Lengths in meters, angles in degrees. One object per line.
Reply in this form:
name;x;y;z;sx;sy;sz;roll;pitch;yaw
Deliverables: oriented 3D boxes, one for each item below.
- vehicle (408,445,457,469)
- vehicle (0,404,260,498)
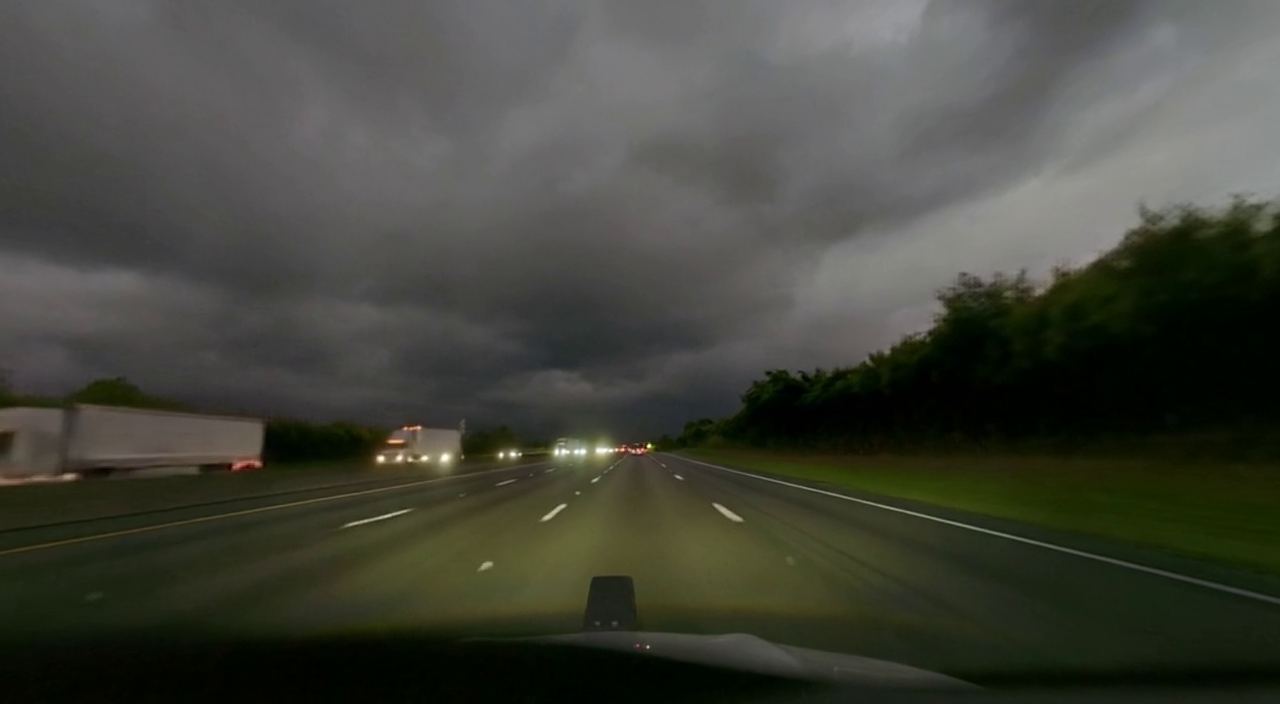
vehicle;-15.637;7.906;47.444;2.033;1.695;4.724;-1;-9;1
vehicle;-26.672;5.384;34.463;2.915;4.076;14.027;0;-9;-1
